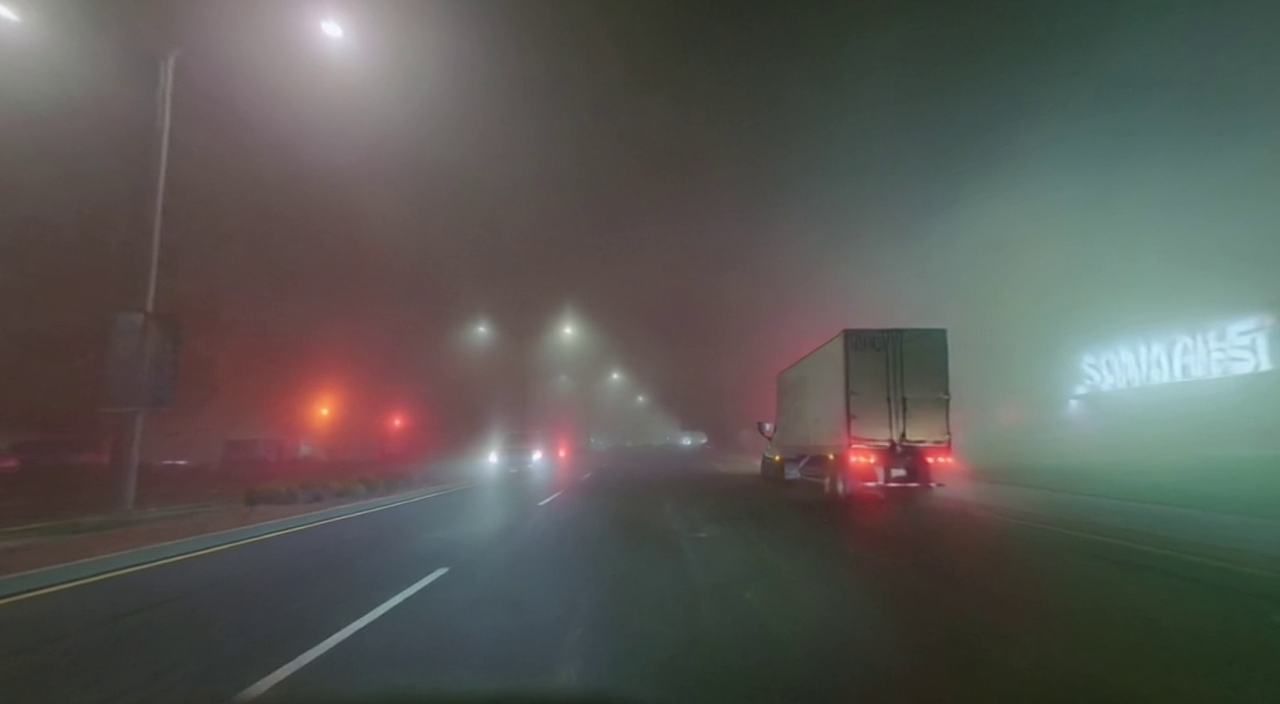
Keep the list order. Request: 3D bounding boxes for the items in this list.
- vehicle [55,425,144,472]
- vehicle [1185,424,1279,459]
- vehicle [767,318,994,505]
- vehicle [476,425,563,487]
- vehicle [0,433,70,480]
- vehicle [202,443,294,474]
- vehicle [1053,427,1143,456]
[{"bbox_3d":[-34.722,6.278,40.537,6.078,2.726,2.294,-7,-12,31],"label":"vehicle"},{"bbox_3d":[29.948,4.411,31.105,4.274,1.607,2.107,0,-9,-1],"label":"vehicle"},{"bbox_3d":[6.117,1.914,18.266,2.981,4.106,8.794,0,-9,0],"label":"vehicle"},{"bbox_3d":[-4.380,3.915,24.102,2.270,2.068,5.865,0,-9,-1],"label":"vehicle"},{"bbox_3d":[-36.397,6.184,37.587,5.674,2.586,2.268,-6,-10,35],"label":"vehicle"},{"bbox_3d":[-28.603,7.820,46.196,5.368,2.121,1.960,8,-14,-36],"label":"vehicle"},{"bbox_3d":[30.164,5.925,41.720,4.346,1.772,1.955,0,-10,-1],"label":"vehicle"}]
